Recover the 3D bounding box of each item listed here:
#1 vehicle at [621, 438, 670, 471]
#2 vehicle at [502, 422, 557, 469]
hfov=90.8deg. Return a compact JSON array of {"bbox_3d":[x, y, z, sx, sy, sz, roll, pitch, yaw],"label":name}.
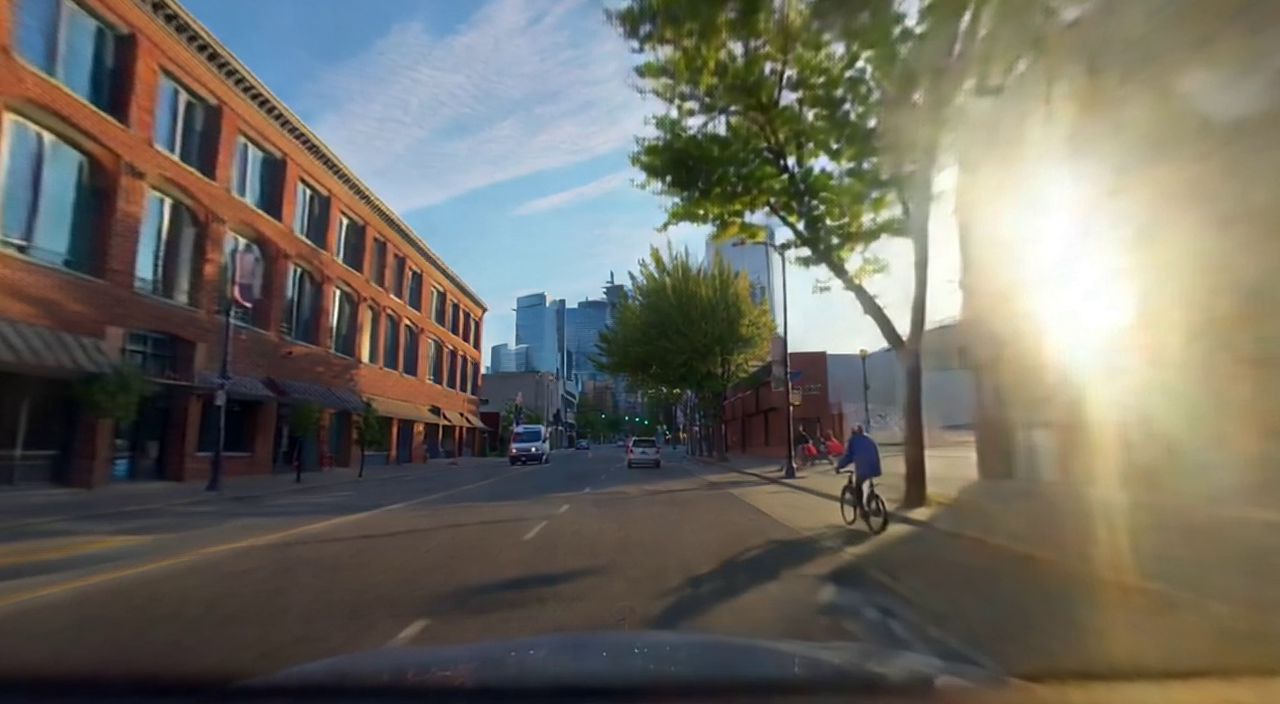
[{"bbox_3d":[0.311,5.327,33.027,2.356,1.572,4.810,0,-8,1],"label":"vehicle"},{"bbox_3d":[-6.657,5.706,38.782,2.418,2.620,5.522,-1,-8,0],"label":"vehicle"}]
